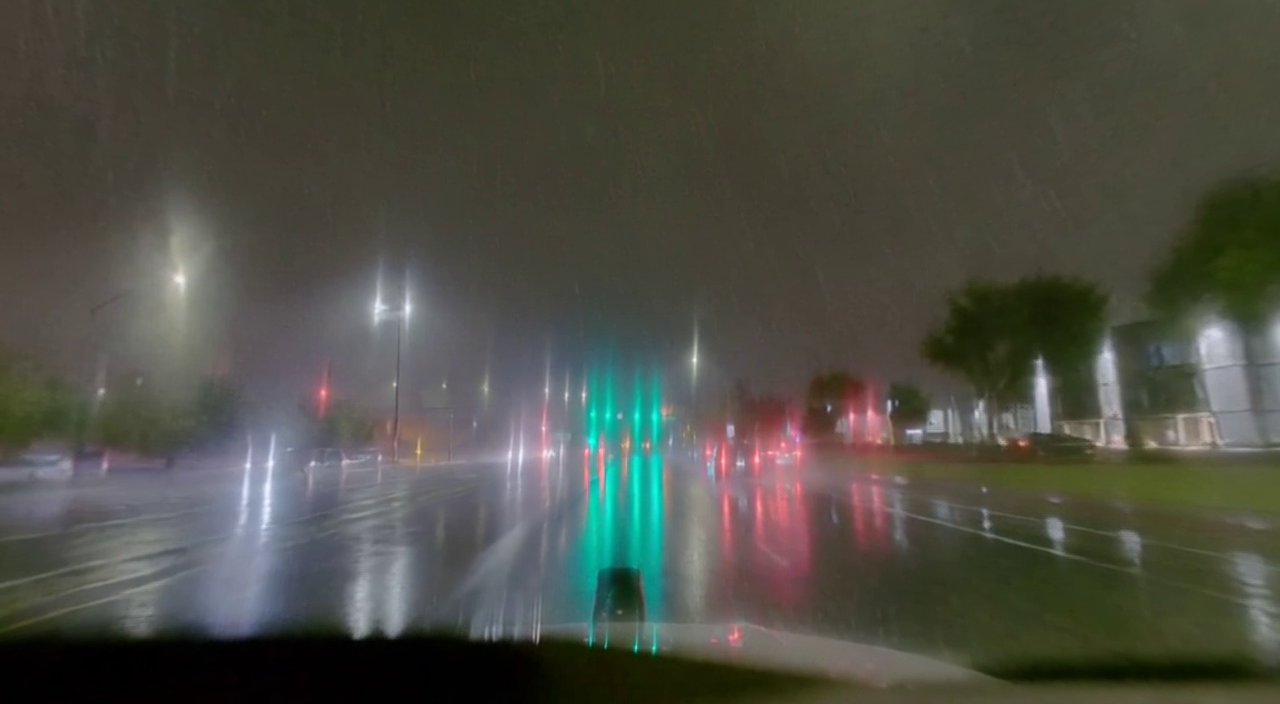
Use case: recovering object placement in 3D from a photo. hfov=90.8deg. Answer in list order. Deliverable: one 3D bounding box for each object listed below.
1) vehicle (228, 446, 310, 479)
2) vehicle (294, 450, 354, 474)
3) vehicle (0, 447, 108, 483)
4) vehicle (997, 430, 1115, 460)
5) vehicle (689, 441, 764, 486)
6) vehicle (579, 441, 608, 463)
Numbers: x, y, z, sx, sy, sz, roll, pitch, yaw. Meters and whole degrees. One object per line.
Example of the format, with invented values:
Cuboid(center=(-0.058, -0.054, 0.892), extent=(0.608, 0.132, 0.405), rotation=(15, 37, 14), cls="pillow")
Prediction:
Cuboid(center=(-22.422, 6.648, 38.473), extent=(2.139, 1.833, 4.686), rotation=(0, -8, 0), cls="vehicle")
Cuboid(center=(-22.438, 7.820, 45.099), extent=(1.865, 1.507, 4.631), rotation=(0, -8, 0), cls="vehicle")
Cuboid(center=(-29.872, 5.713, 32.136), extent=(3.855, 1.693, 1.875), rotation=(-1, -8, 1), cls="vehicle")
Cuboid(center=(21.805, 4.890, 33.239), extent=(4.748, 1.451, 2.089), rotation=(0, -8, -1), cls="vehicle")
Cuboid(center=(2.997, 3.941, 22.743), extent=(1.966, 1.449, 4.290), rotation=(0, -8, -2), cls="vehicle")
Cuboid(center=(-3.552, 7.671, 48.592), extent=(1.935, 1.617, 4.045), rotation=(0, -8, 0), cls="vehicle")
